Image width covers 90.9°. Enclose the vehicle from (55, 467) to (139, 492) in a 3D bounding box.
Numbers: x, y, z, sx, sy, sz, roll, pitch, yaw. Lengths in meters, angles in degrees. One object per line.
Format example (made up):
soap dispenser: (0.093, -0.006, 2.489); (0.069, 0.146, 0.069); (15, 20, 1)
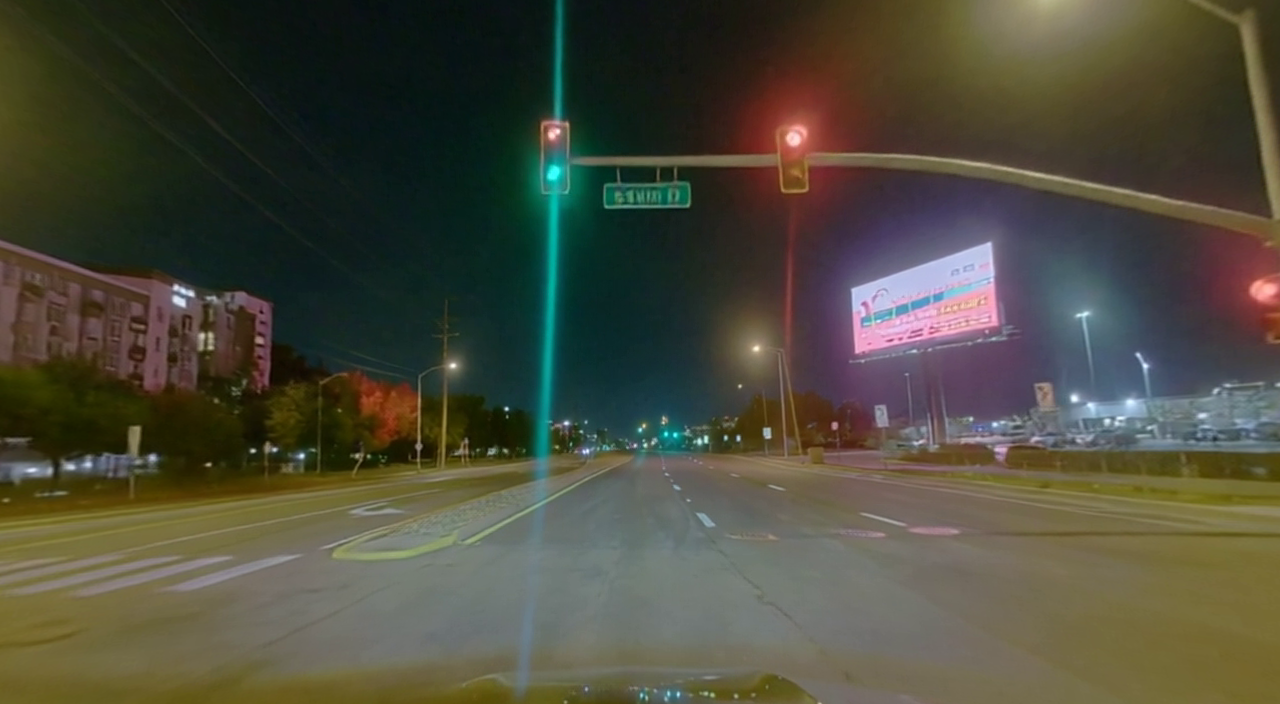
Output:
vehicle: (-37.184, 8.720, 43.297); (1.736, 1.399, 4.271); (-1, -8, 5)
